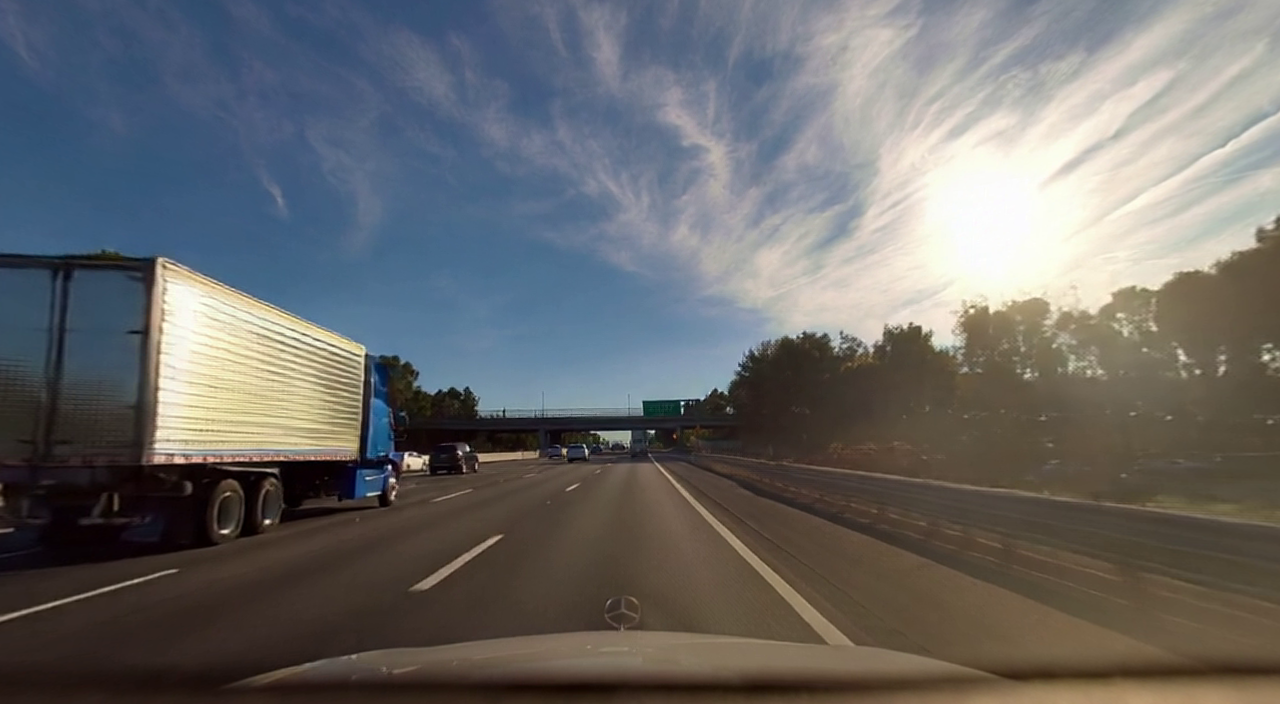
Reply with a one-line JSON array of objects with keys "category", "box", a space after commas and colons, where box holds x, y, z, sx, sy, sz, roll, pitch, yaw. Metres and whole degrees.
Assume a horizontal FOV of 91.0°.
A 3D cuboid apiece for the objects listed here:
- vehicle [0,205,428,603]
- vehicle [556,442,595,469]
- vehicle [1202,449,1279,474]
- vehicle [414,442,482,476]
[{"category": "vehicle", "box": [-7.216, 1.186, 11.218, 3.303, 3.868, 10.298, 0, -9, 0]}, {"category": "vehicle", "box": [-4.212, 6.842, 41.672, 2.094, 1.695, 4.260, 0, -9, 0]}, {"category": "vehicle", "box": [43.290, 7.776, 44.928, 4.134, 1.691, 2.097, -3, -9, 17]}, {"category": "vehicle", "box": [-10.806, 6.065, 35.906, 2.146, 1.764, 5.510, 0, -9, 0]}]
